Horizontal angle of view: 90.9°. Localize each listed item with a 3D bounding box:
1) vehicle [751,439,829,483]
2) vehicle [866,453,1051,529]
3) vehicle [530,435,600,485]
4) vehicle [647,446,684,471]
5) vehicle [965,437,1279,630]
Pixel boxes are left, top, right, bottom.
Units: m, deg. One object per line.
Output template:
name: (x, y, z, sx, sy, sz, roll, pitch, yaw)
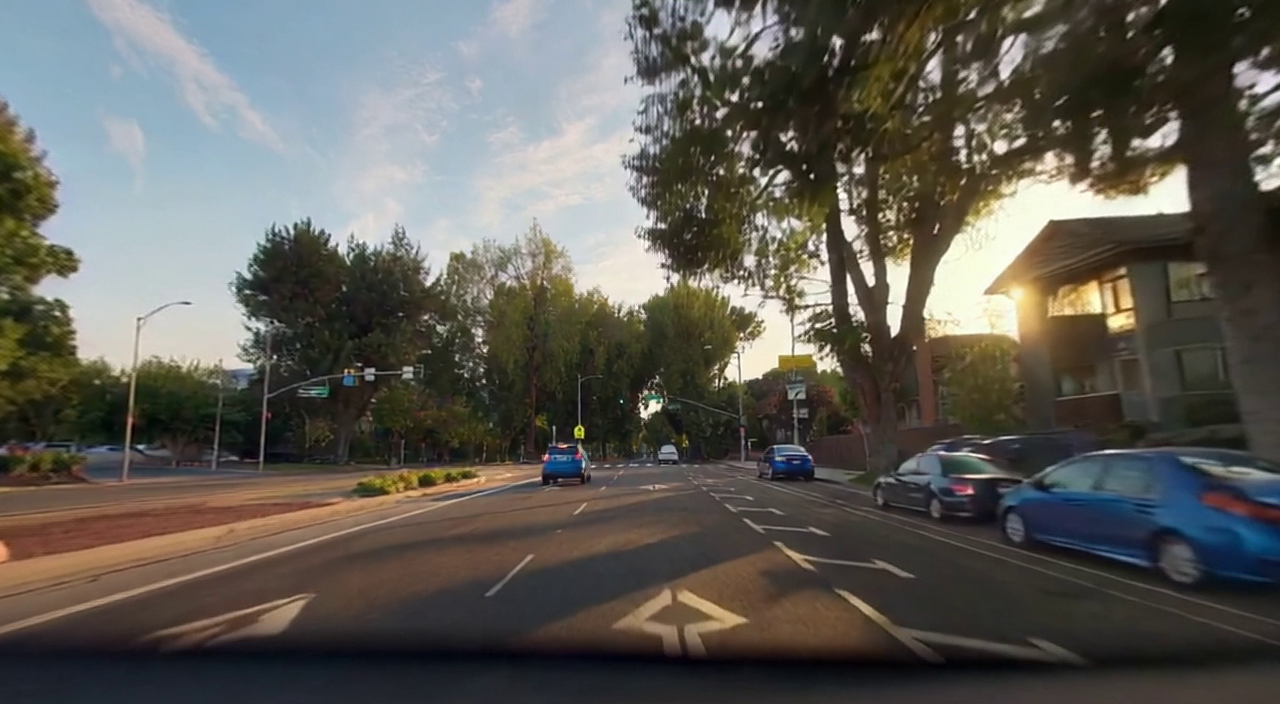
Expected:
vehicle: (6.379, 4.695, 27.438, 2.038, 1.687, 4.985, 0, -9, -2)
vehicle: (6.209, 2.728, 12.874, 1.784, 1.253, 3.905, 0, -9, 1)
vehicle: (-2.853, 4.272, 25.183, 2.150, 1.812, 4.423, 0, -9, 1)
vehicle: (1.512, 6.524, 38.800, 2.075, 1.480, 3.920, 0, -9, 0)
vehicle: (5.983, 1.769, 7.270, 1.871, 1.485, 5.074, 0, -9, 1)
